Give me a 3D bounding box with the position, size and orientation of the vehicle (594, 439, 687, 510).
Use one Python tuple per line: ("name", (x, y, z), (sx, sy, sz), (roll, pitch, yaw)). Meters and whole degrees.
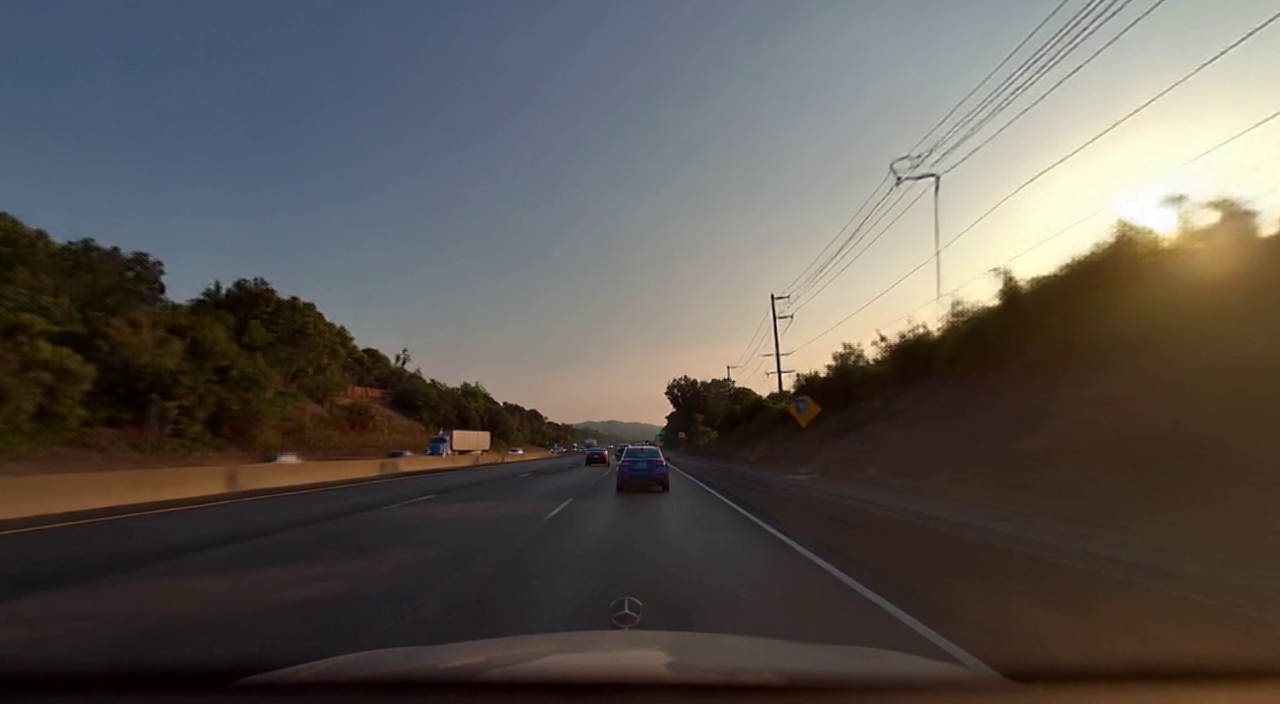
("vehicle", (0.003, 2.930, 15.535), (1.966, 1.499, 4.298), (0, -9, 0))
